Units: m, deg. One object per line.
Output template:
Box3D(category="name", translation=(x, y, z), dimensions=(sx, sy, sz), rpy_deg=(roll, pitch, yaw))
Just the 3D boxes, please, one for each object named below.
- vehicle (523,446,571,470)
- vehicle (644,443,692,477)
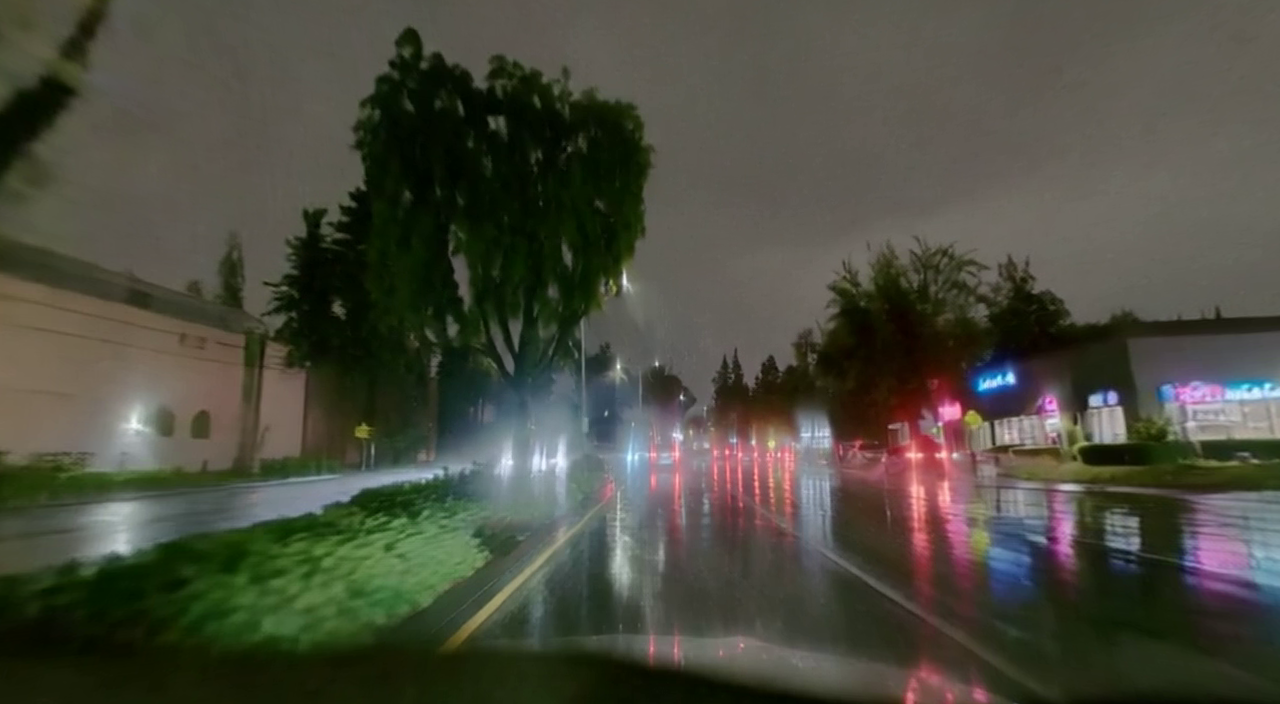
Box3D(category="vehicle", translation=(-6.090, 7.008, 42.049), dimensions=(2.063, 1.483, 4.751), rpy_deg=(-1, -8, 5))
Box3D(category="vehicle", translation=(1.395, 5.084, 29.953), dimensions=(2.095, 1.456, 3.873), rpy_deg=(-1, -8, 5))
